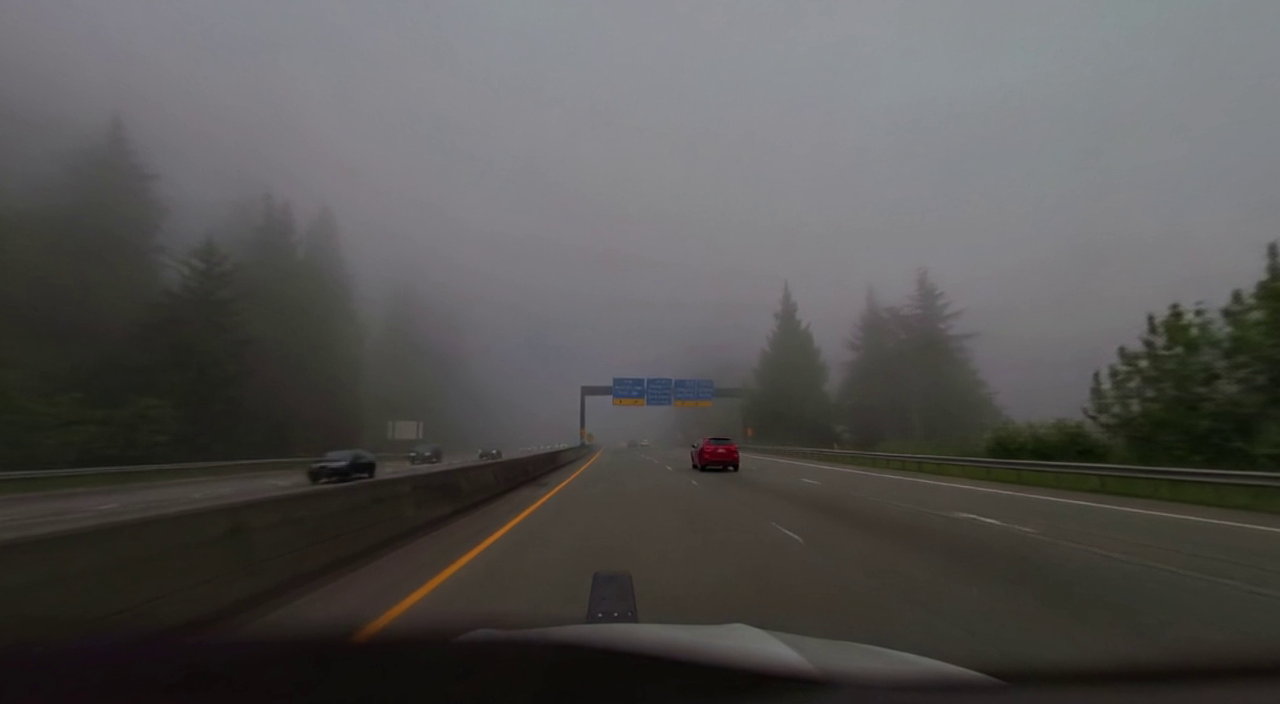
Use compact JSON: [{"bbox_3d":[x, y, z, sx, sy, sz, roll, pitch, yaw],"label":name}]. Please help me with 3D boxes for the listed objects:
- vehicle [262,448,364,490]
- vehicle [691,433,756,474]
[{"bbox_3d":[-13.403,4.778,26.170,1.924,1.488,4.511,0,-8,-2],"label":"vehicle"},{"bbox_3d":[3.376,4.197,26.374,1.958,1.526,4.227,1,-8,-3],"label":"vehicle"}]
